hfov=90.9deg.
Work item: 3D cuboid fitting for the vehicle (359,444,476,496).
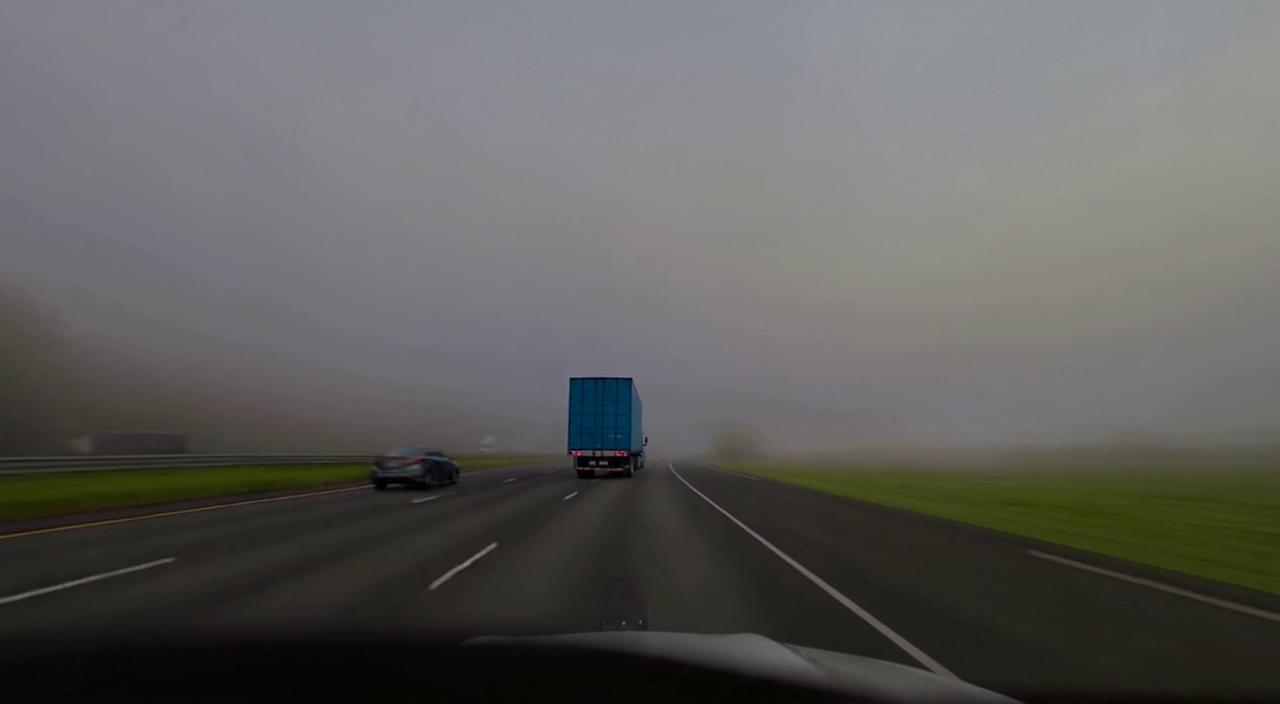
[{"bbox_3d":[-6.709,3.606,19.612,1.967,1.420,4.473,0,-9,0],"label":"vehicle"}]

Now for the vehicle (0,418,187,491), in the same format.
[{"bbox_3d":[-18.654,3.444,21.365,2.211,2.118,5.723,0,-9,1],"label":"vehicle"}]

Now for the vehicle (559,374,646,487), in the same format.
[{"bbox_3d":[-1.282,3.925,30.180,2.851,4.098,14.436,0,-9,2],"label":"vehicle"}]
